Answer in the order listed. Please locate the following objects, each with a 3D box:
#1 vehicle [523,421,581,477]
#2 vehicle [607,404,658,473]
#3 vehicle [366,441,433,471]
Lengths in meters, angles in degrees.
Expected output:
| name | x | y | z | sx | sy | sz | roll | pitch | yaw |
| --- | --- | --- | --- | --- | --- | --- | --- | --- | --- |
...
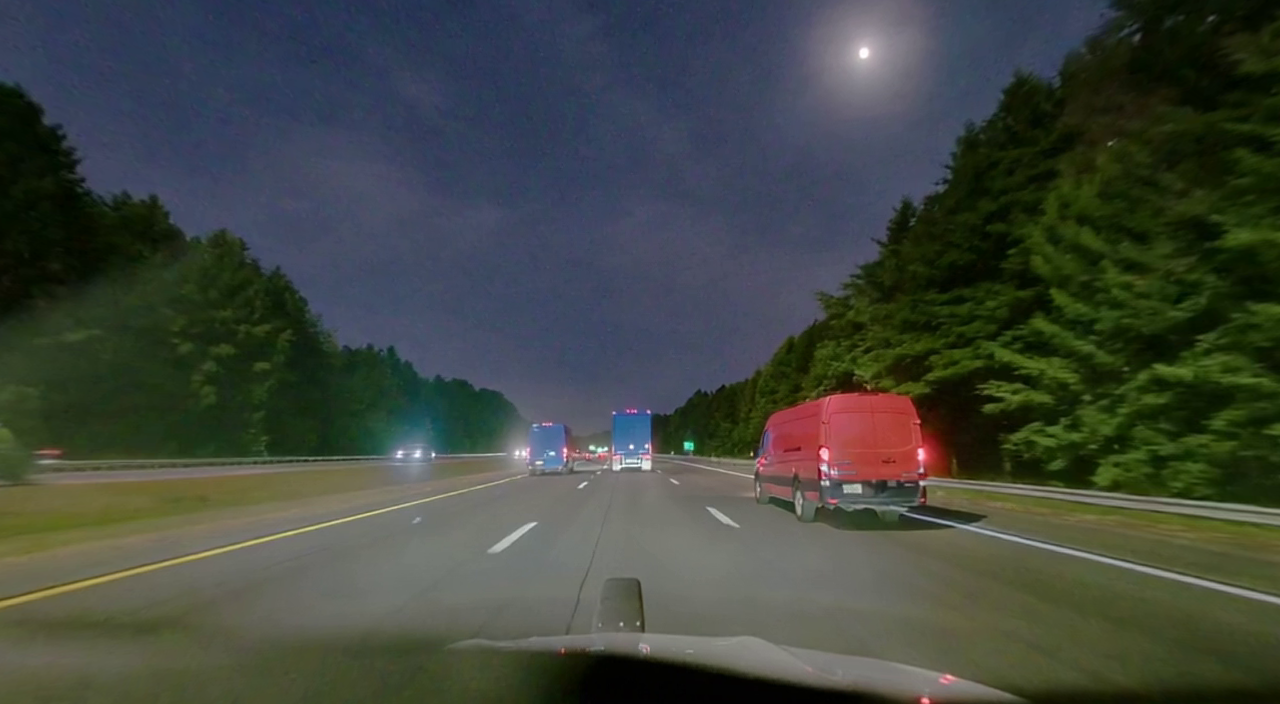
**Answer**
| name | x | y | z | sx | sy | sz | roll | pitch | yaw |
| --- | --- | --- | --- | --- | --- | --- | --- | --- | --- |
| vehicle | -4.664 | 5.332 | 34.607 | 2.357 | 2.786 | 6.144 | 0 | -9 | -1 |
| vehicle | -0.516 | 5.917 | 42.475 | 2.995 | 4.036 | 10.311 | 0 | -9 | -1 |
| vehicle | -12.913 | 5.598 | 34.134 | 1.836 | 1.484 | 4.541 | 0 | -9 | 0 |
